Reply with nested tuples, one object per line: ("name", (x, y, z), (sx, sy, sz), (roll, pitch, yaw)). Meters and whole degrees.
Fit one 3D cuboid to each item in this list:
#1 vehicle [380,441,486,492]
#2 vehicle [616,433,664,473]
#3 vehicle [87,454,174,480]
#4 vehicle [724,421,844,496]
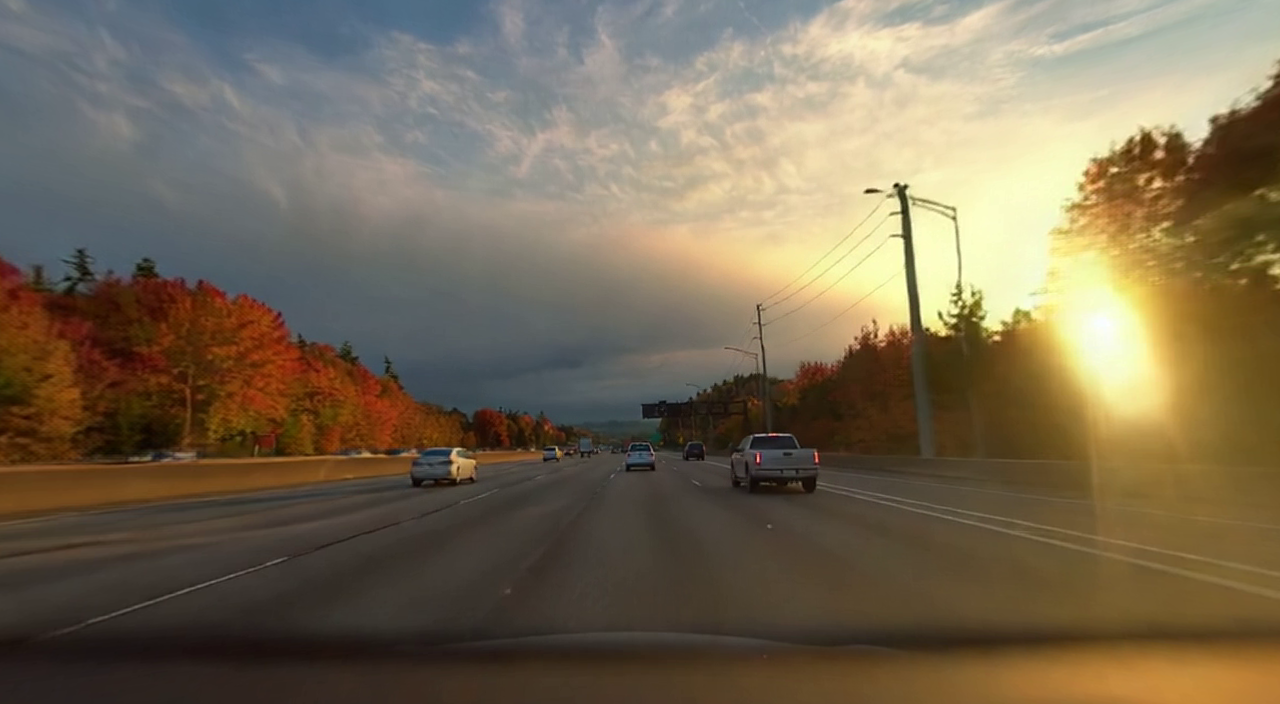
("vehicle", (-6.884, 3.835, 21.523), (2.014, 1.526, 4.577), (0, -9, 1))
("vehicle", (0.032, 5.402, 33.745), (2.372, 1.957, 5.121), (0, -9, 1))
("vehicle", (-33.284, 7.484, 41.295), (1.831, 1.534, 4.613), (0, -9, 0))
("vehicle", (4.239, 3.285, 19.763), (2.388, 1.998, 5.749), (0, -9, 0))
